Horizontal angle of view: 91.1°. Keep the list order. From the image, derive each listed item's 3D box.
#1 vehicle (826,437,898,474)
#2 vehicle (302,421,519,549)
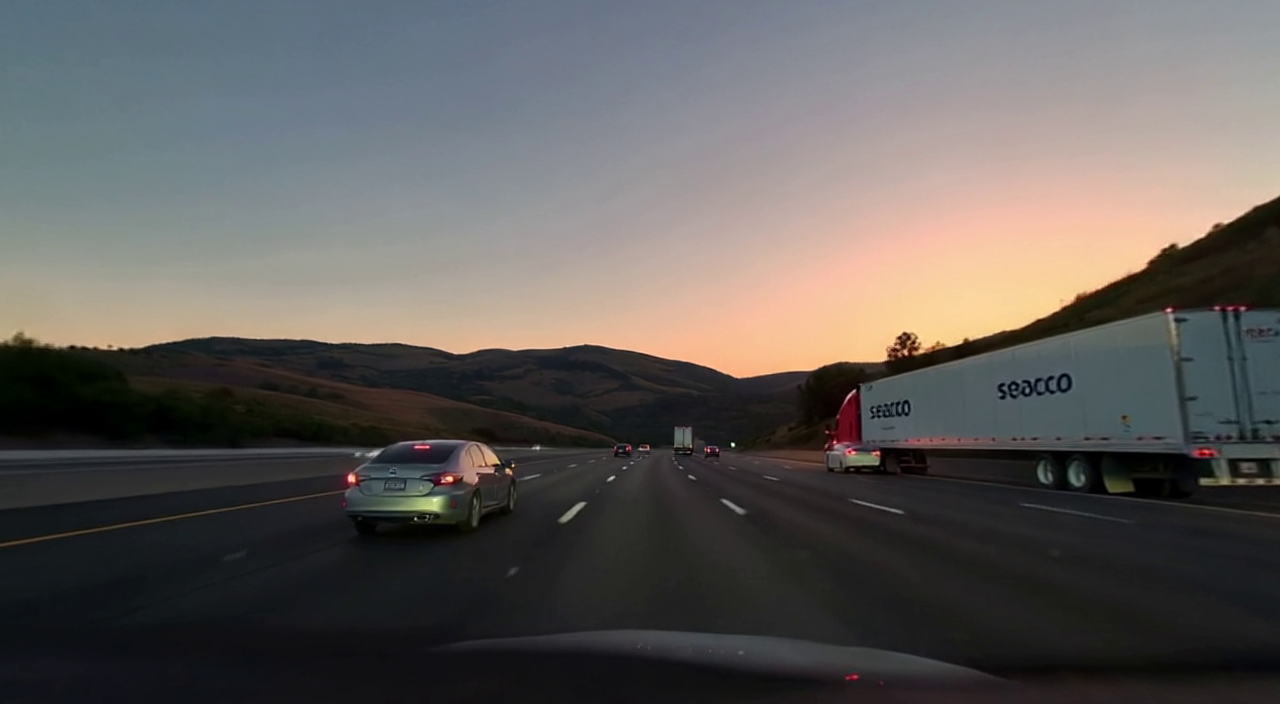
[{"bbox_3d":[11.292,5.296,32.308,2.062,1.736,4.589,0,-8,0],"label":"vehicle"},{"bbox_3d":[-3.303,1.987,10.009,1.967,1.615,3.886,0,-8,0],"label":"vehicle"}]
